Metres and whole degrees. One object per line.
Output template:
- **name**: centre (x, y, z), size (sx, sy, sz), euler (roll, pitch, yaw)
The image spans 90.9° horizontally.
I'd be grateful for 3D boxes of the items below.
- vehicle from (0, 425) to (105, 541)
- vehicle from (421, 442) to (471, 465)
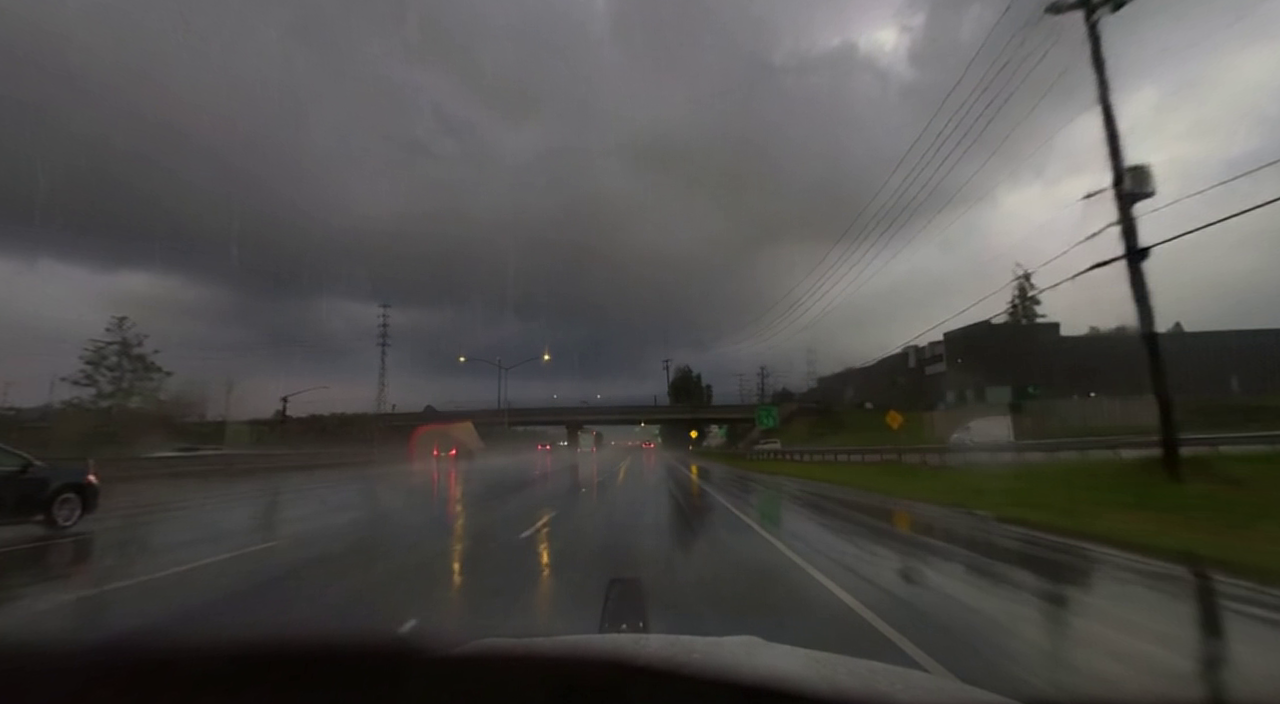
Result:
- **vehicle**: centre (-10.312, 1.801, 8.502), size (2.122, 1.655, 4.533), euler (0, -8, 1)
- **vehicle**: centre (-13.527, 7.093, 44.210), size (1.988, 1.477, 4.442), euler (0, -8, 1)
